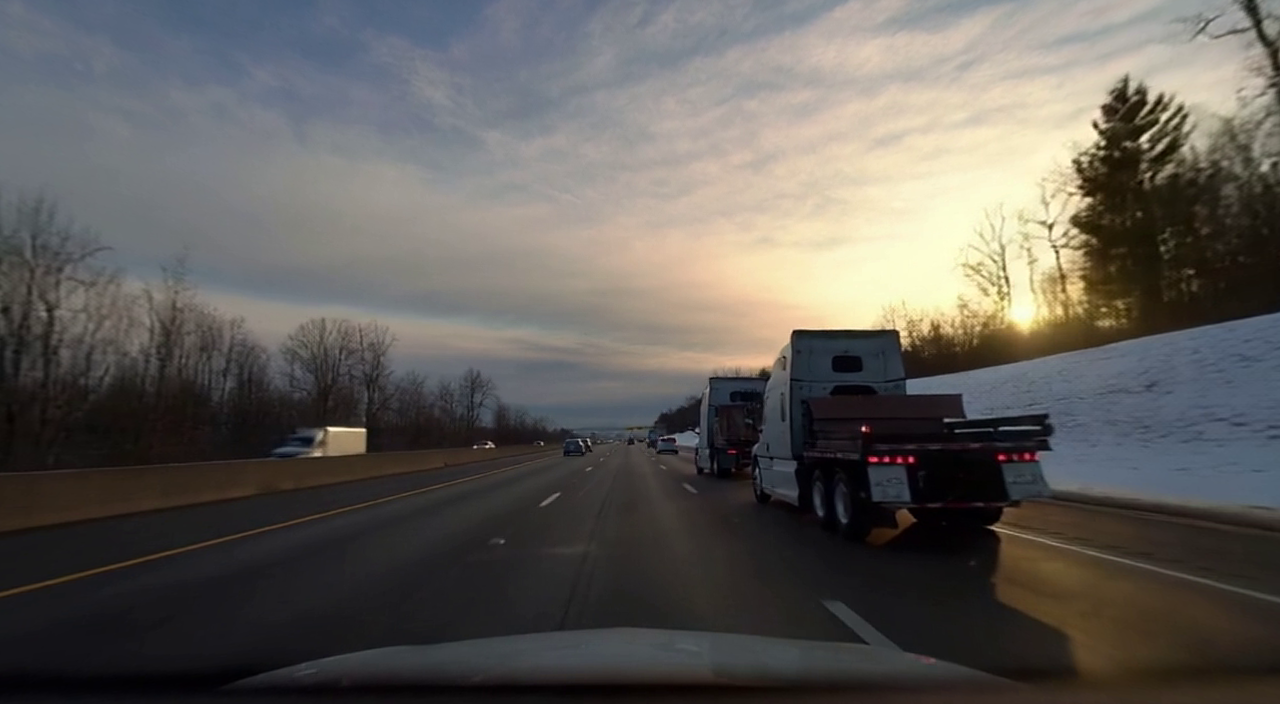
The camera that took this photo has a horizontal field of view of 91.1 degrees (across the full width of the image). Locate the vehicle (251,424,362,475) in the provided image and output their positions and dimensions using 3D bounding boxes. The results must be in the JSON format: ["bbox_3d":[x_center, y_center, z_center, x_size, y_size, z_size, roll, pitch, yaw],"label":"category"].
[{"bbox_3d":[-16.672,4.879,31.922,2.403,2.328,5.838,0,-8,0],"label":"vehicle"}]

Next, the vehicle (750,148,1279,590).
[{"bbox_3d":[4.024,0.642,9.939,2.906,3.999,8.621,0,-8,-1],"label":"vehicle"}]

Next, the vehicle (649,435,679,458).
[{"bbox_3d":[1.862,7.418,49.656,2.124,1.696,4.173,0,-8,-1],"label":"vehicle"}]

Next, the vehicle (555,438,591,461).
[{"bbox_3d":[-4.436,6.529,42.317,2.017,1.484,4.088,0,-8,-1],"label":"vehicle"}]
